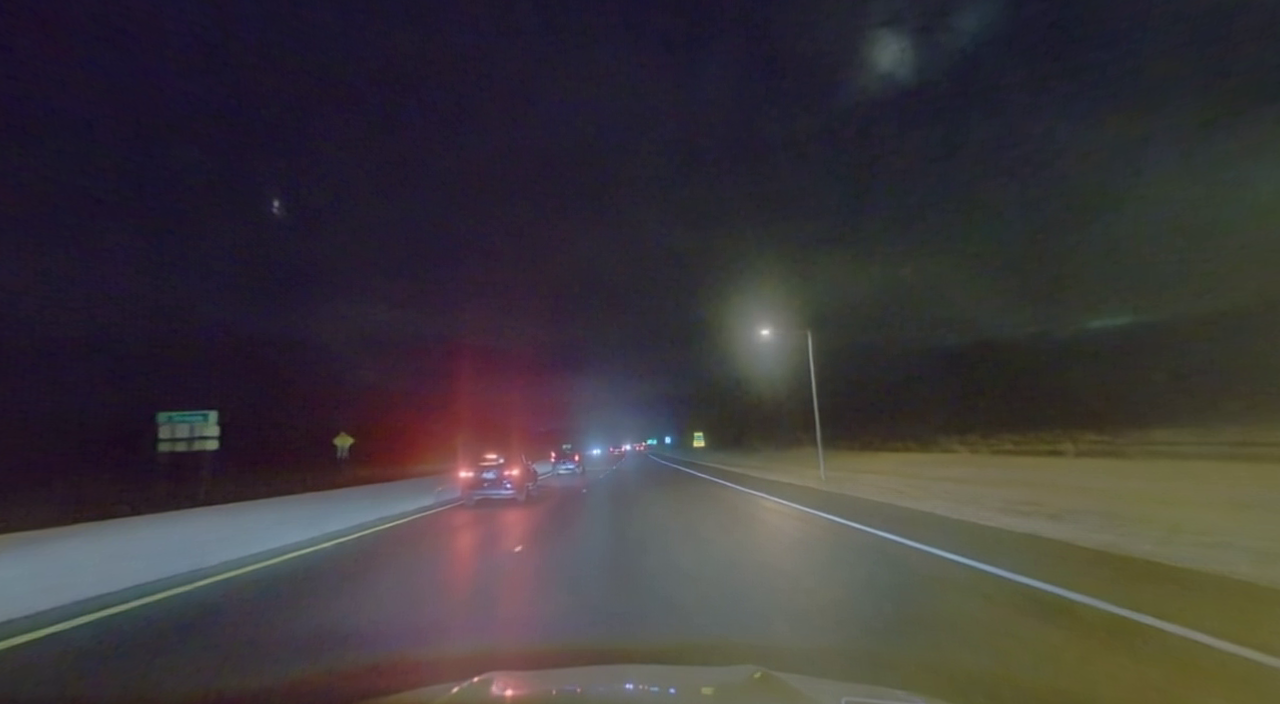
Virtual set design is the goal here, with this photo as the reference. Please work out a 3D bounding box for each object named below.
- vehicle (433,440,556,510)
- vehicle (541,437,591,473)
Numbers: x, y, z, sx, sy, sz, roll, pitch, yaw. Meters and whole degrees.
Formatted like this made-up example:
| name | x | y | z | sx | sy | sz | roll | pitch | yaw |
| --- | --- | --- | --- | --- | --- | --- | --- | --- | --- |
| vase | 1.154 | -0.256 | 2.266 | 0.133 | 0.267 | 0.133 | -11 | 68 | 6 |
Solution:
| name | x | y | z | sx | sy | sz | roll | pitch | yaw |
| --- | --- | --- | --- | --- | --- | --- | --- | --- | --- |
| vehicle | -3.535 | 3.106 | 16.328 | 2.044 | 1.527 | 4.607 | 0 | -9 | 1 |
| vehicle | -4.059 | 5.787 | 35.385 | 2.177 | 1.852 | 4.427 | 0 | -9 | 1 |
